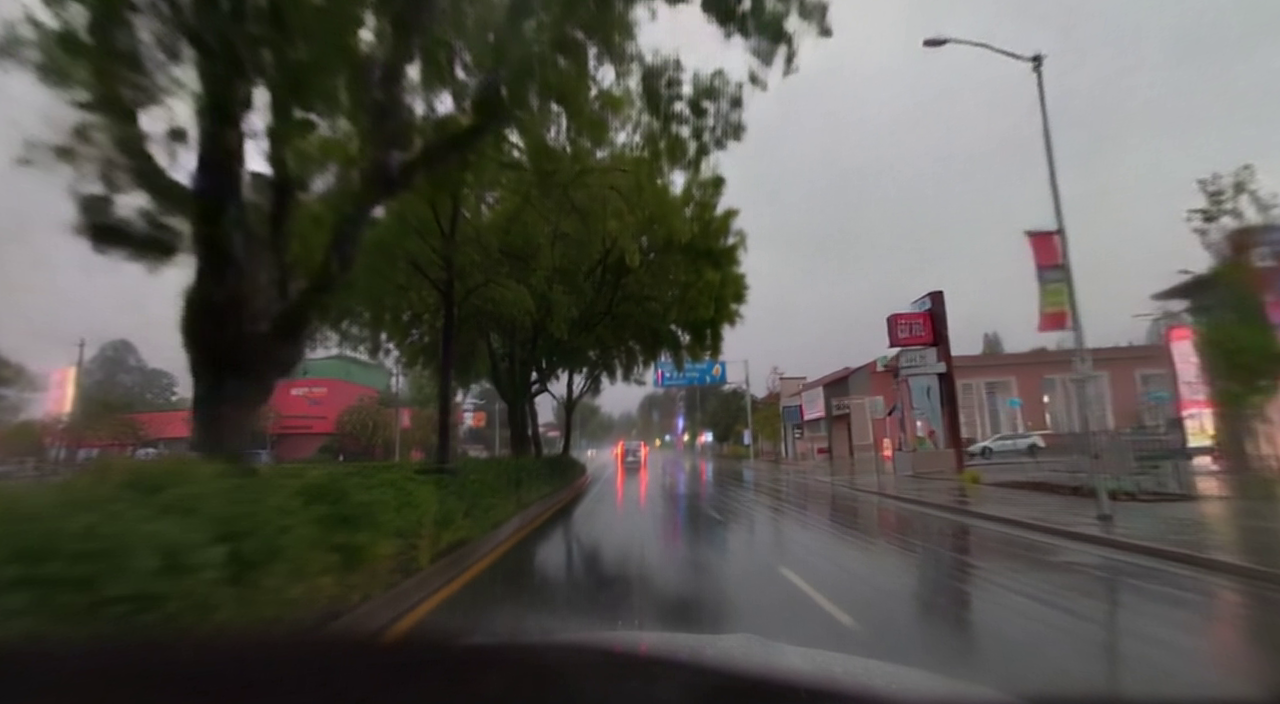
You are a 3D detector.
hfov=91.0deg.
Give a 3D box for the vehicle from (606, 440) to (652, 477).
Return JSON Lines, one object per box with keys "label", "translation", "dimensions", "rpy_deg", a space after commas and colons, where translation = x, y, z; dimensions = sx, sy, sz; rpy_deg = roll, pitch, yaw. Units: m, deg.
{"label": "vehicle", "translation": [-0.518, 5.592, 33.117], "dimensions": [2.235, 1.719, 4.292], "rpy_deg": [2, -9, 1]}
